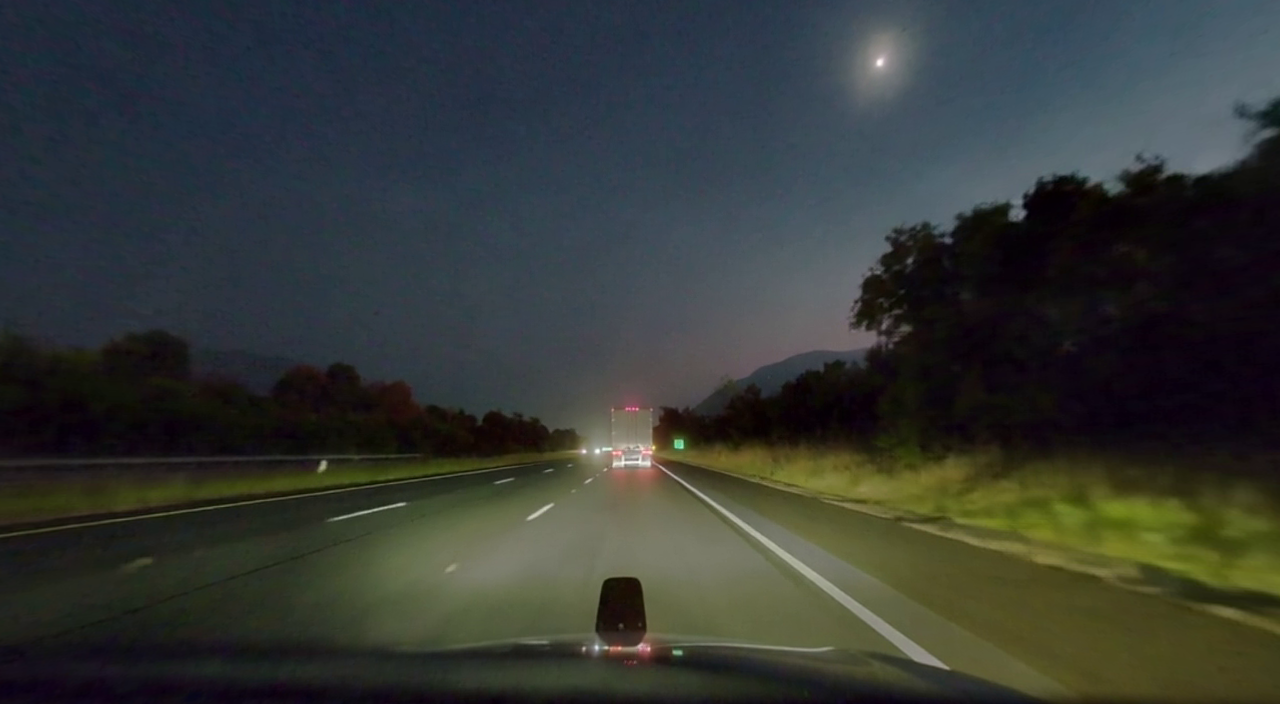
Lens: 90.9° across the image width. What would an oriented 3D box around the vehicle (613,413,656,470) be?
[{"bbox_3d":[-0.498,7.073,49.308,2.982,3.947,11.075,0,-9,-1],"label":"vehicle"}]
